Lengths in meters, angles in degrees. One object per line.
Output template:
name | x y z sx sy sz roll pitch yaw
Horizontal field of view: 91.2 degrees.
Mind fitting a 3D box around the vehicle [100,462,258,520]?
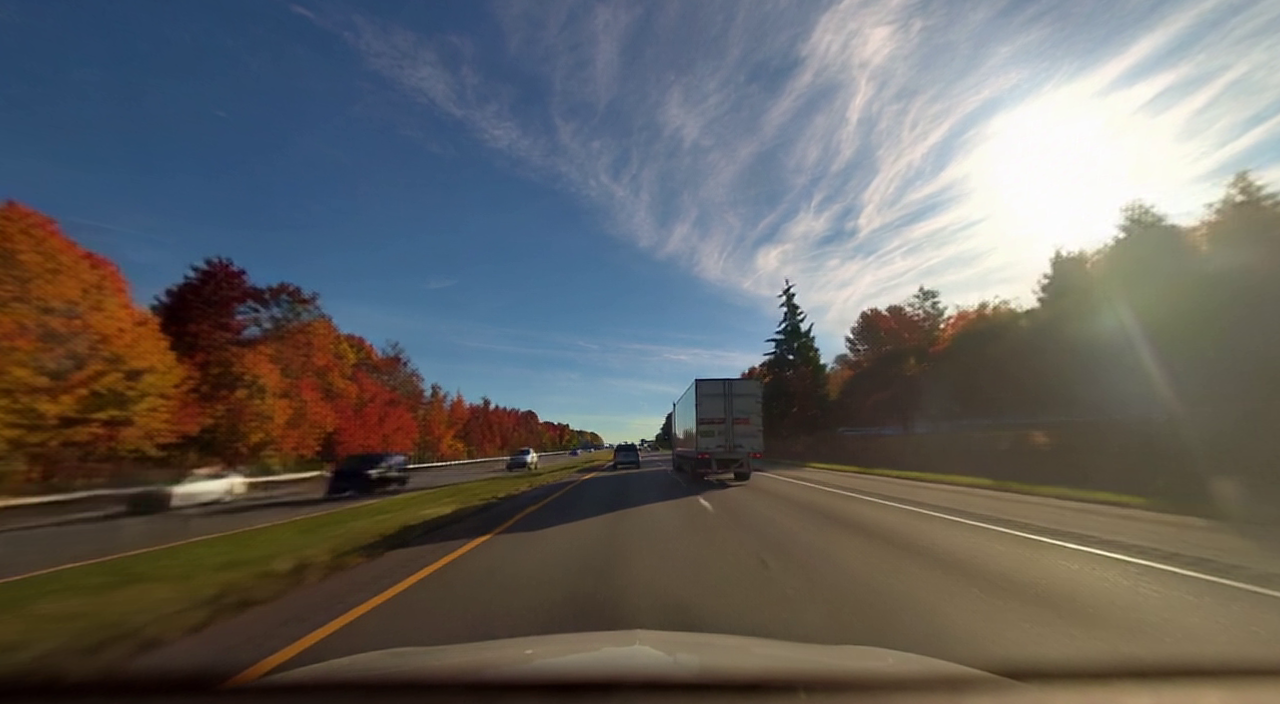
vehicle | -13.985 4.206 19.363 1.845 1.470 3.987 -1 -9 0

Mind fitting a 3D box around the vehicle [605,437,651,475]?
vehicle | -0.554 5.167 31.283 2.151 1.693 4.201 -1 -9 0

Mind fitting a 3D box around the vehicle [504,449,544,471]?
vehicle | -8.314 7.766 45.300 2.049 1.525 4.396 -1 -9 1

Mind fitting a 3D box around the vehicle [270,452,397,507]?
vehicle | -9.809 4.075 20.523 1.897 1.536 4.395 -1 -9 0

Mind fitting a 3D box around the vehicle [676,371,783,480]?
vehicle | 3.744 3.774 30.453 3.068 4.042 13.787 0 -9 0
